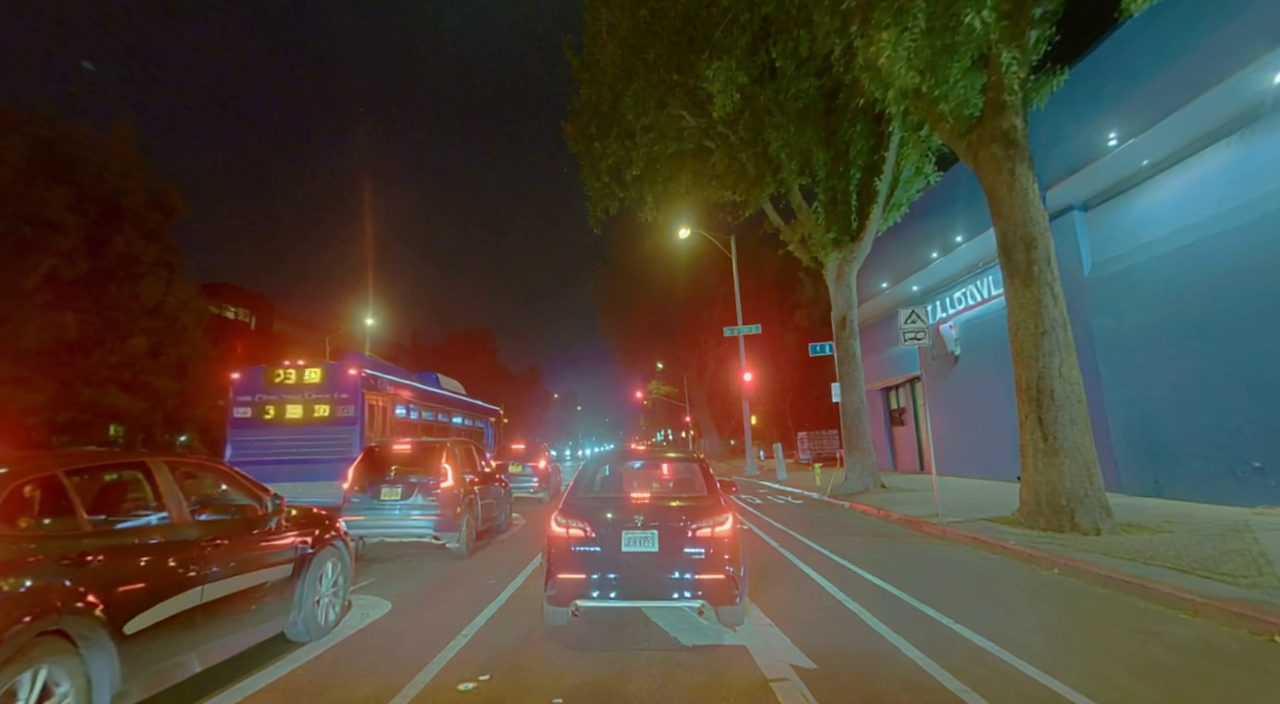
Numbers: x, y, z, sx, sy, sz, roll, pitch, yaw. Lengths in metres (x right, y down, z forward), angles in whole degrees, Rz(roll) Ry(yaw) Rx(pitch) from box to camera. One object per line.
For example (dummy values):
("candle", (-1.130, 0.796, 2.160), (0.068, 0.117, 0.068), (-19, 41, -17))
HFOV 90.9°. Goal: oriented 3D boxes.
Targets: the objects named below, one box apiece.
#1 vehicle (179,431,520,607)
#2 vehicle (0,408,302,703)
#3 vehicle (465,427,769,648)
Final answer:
("vehicle", (-2.914, 1.754, 7.643), (1.944, 1.481, 4.385), (0, -8, 1))
("vehicle", (-3.167, 0.881, 1.742), (1.867, 1.486, 4.452), (0, -8, 2))
("vehicle", (-0.141, 1.525, 6.180), (2.031, 1.461, 3.763), (0, -8, 0))
